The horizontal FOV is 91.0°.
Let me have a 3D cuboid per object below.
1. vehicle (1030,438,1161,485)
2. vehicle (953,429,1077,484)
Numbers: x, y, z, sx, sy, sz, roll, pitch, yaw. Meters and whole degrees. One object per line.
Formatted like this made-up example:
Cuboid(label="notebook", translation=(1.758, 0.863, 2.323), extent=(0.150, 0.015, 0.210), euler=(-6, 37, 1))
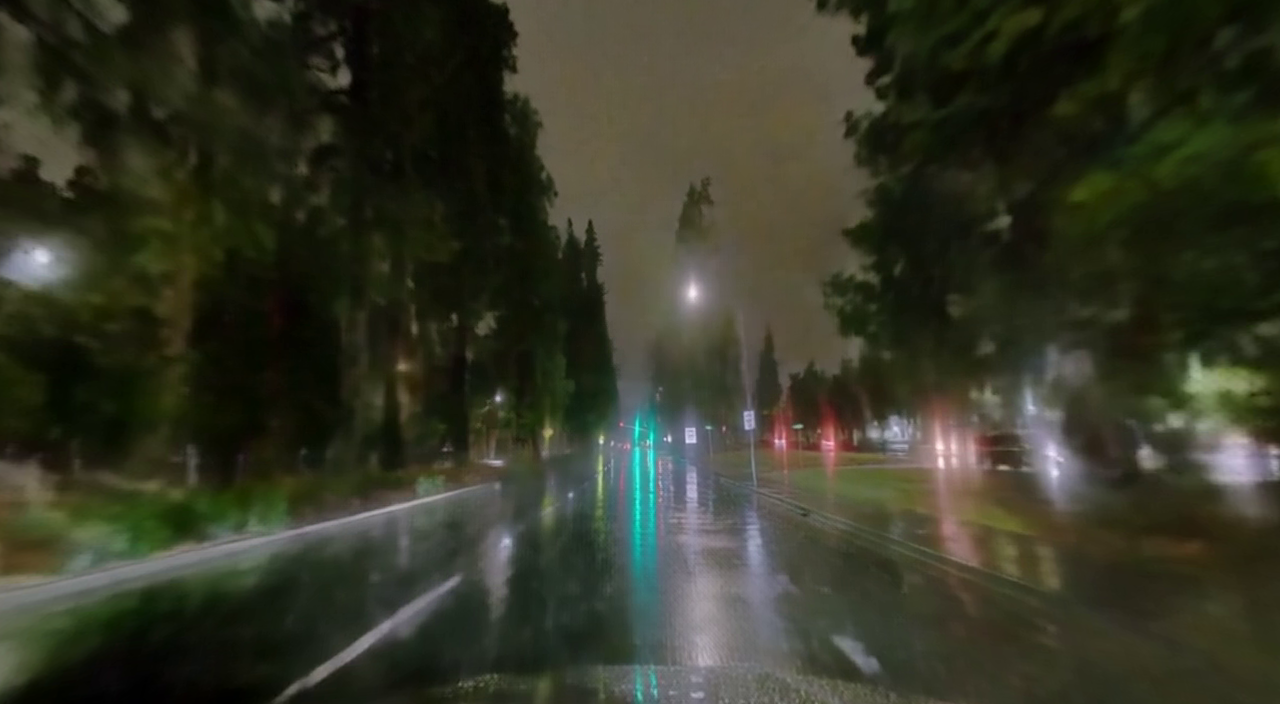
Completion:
Cuboid(label="vehicle", translation=(17.153, 4.136, 23.965), extent=(1.851, 1.566, 3.968), euler=(-1, -9, -2))
Cuboid(label="vehicle", translation=(14.361, 4.060, 24.499), extent=(1.855, 1.900, 4.714), euler=(0, -9, -1))
